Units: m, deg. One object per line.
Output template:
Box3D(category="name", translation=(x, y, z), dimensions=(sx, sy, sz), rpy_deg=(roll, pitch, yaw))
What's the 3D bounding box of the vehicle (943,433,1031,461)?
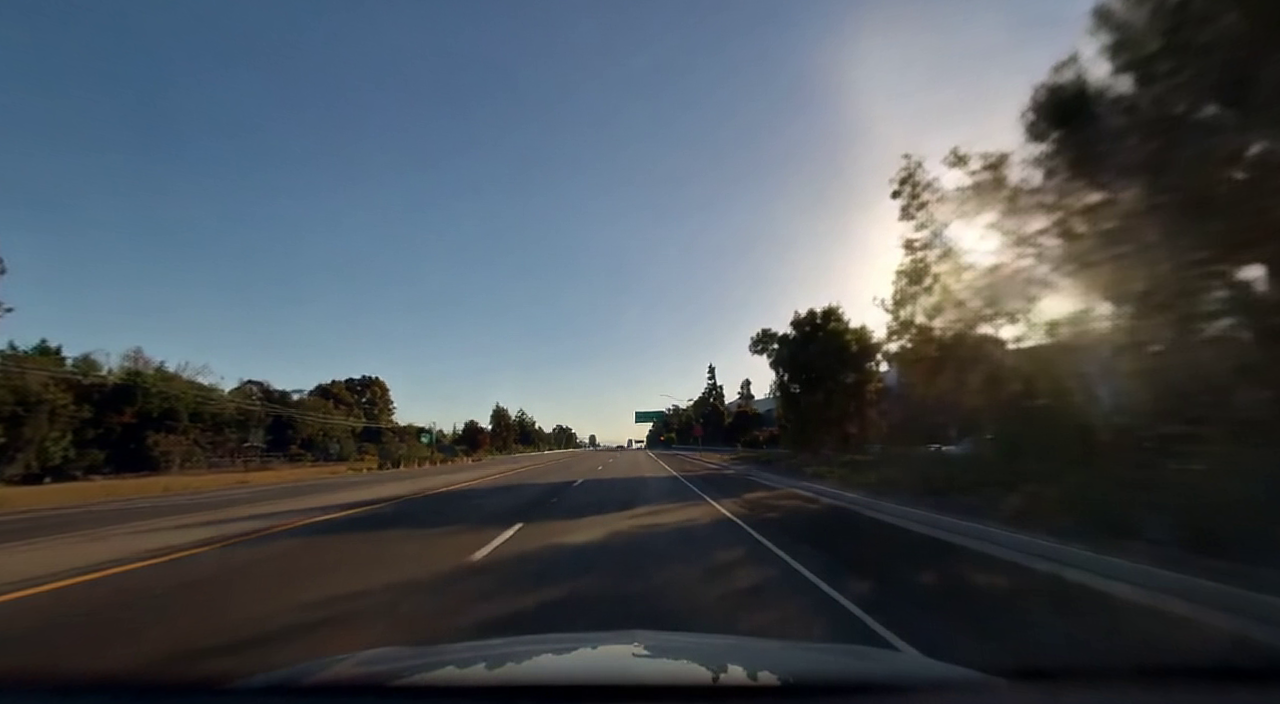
Box3D(category="vehicle", translation=(25.737, 7.078, 46.883), dimensions=(2.328, 1.916, 5.227), rpy_deg=(4, -9, -26))
